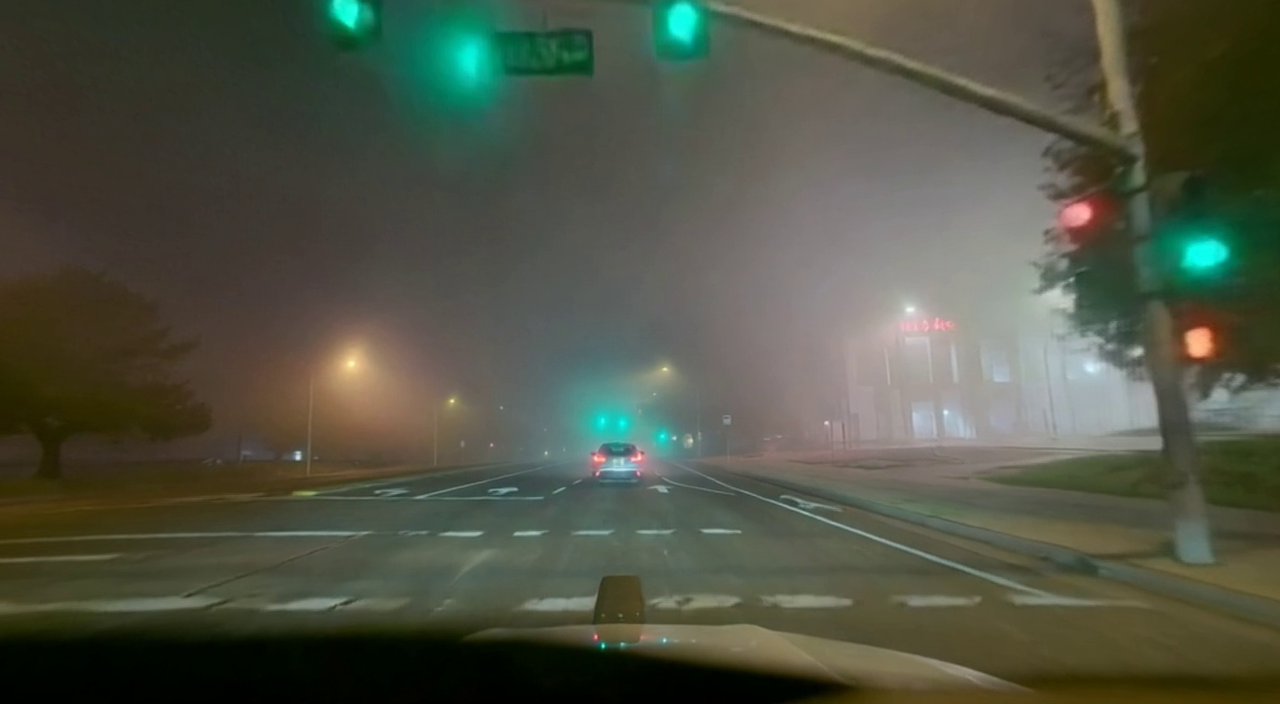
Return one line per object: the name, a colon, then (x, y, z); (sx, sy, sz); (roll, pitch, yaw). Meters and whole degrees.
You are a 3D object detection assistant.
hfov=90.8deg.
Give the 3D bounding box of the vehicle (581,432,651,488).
vehicle: (-0.757, 3.634, 21.423); (2.130, 1.711, 4.038); (0, -9, -1)
